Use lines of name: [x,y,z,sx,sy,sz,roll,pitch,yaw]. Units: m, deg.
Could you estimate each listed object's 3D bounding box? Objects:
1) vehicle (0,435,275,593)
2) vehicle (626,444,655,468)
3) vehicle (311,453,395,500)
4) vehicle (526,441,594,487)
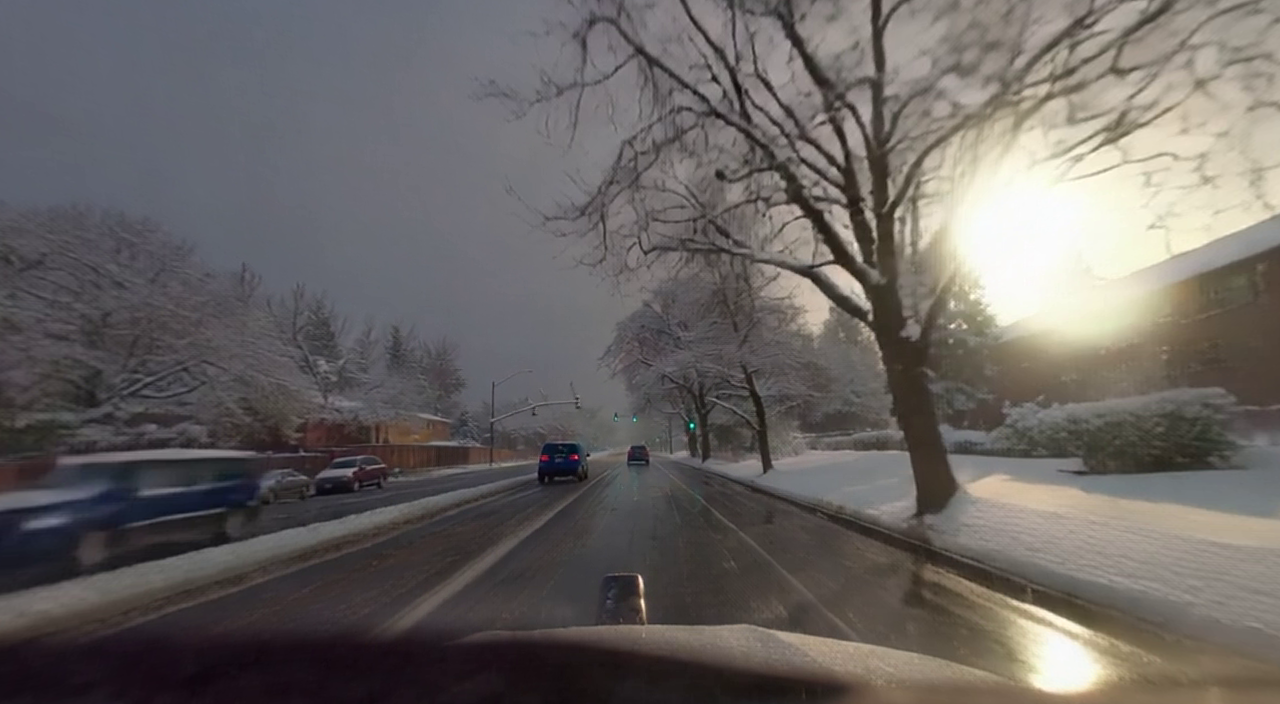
vehicle: [-7.891,2.226,9.462,2.084,1.731,4.595,-4,-9,1]
vehicle: [-0.005,7.936,48.329,2.088,1.735,4.801,0,-9,-1]
vehicle: [-14.158,6.114,31.483,1.996,1.886,4.692,-5,-9,0]
vehicle: [-3.226,4.606,26.338,2.097,1.755,4.336,0,-9,2]
